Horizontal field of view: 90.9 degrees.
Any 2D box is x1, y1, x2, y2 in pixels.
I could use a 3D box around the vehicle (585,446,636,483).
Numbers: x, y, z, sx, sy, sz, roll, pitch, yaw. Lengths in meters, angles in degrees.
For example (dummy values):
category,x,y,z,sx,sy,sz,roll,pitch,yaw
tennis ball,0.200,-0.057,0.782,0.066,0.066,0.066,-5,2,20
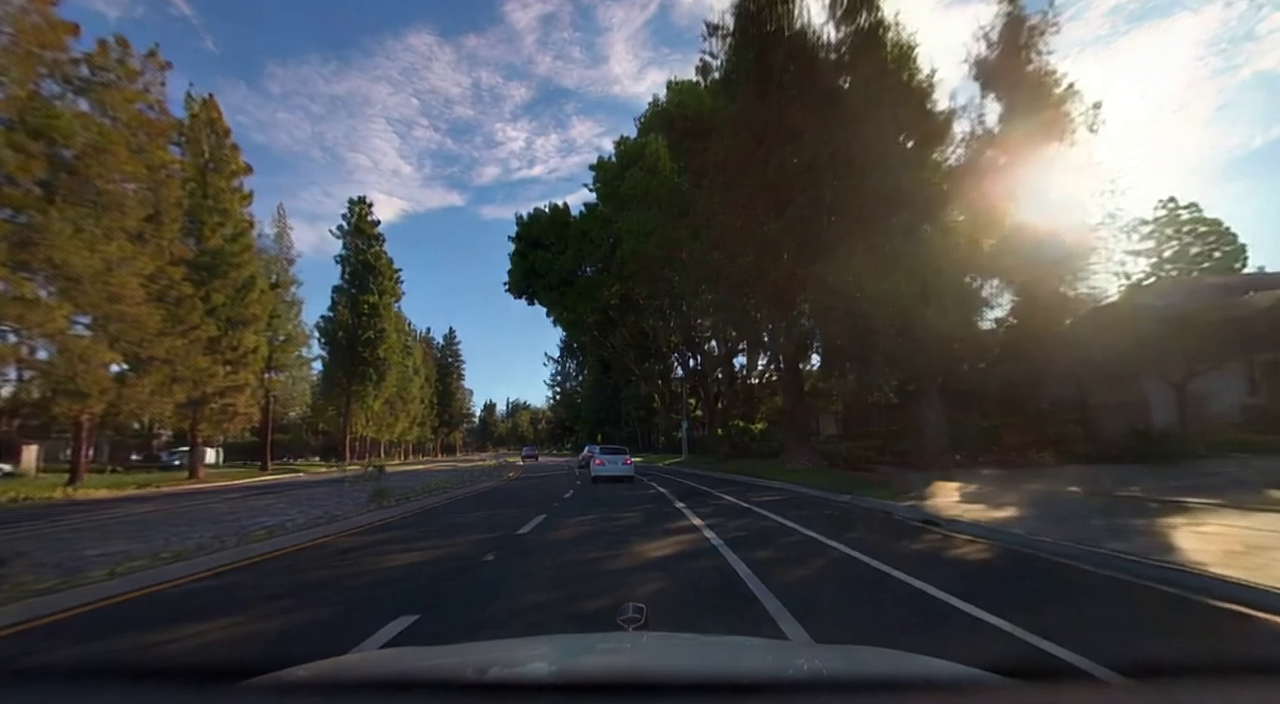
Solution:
category,x,y,z,sx,sy,sz,roll,pitch,yaw
vehicle,-1.370,4.888,27.764,2.009,1.456,4.003,1,-8,-6
